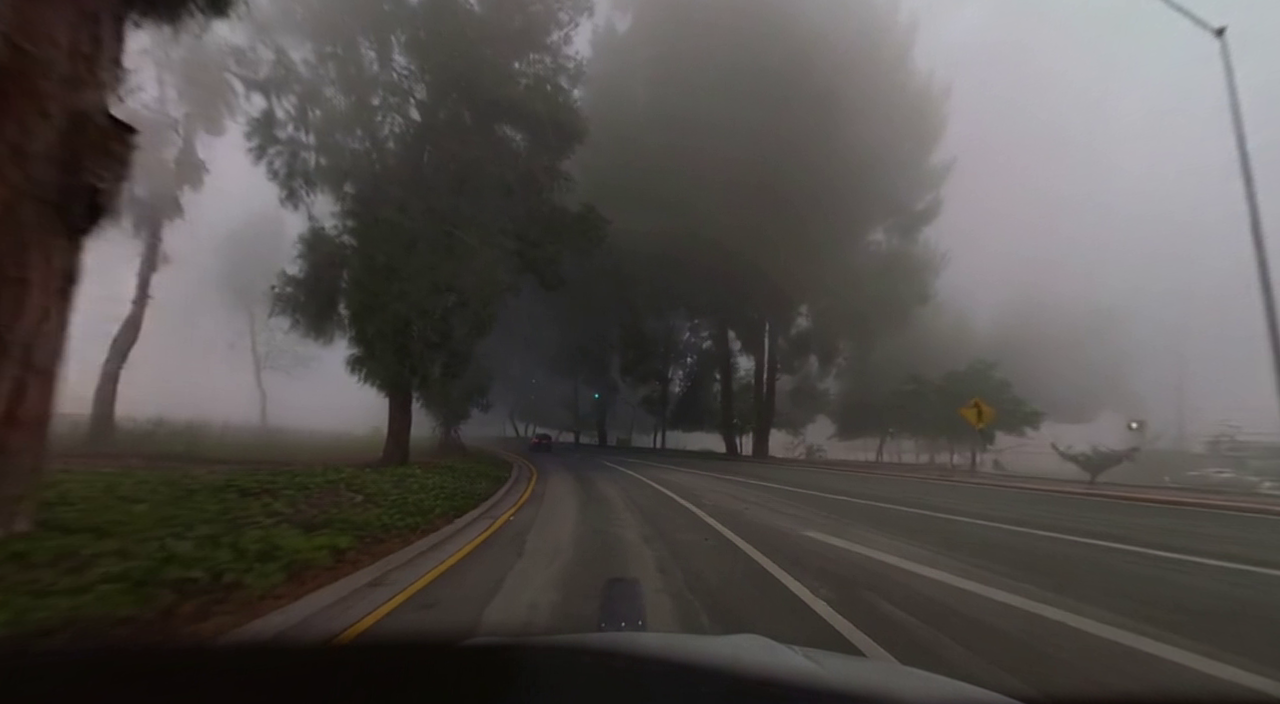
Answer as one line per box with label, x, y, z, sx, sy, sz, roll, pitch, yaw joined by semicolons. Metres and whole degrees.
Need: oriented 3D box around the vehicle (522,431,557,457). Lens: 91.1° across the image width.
vehicle;-7.261;6.620;45.038;1.947;1.729;4.051;2;-9;-17
